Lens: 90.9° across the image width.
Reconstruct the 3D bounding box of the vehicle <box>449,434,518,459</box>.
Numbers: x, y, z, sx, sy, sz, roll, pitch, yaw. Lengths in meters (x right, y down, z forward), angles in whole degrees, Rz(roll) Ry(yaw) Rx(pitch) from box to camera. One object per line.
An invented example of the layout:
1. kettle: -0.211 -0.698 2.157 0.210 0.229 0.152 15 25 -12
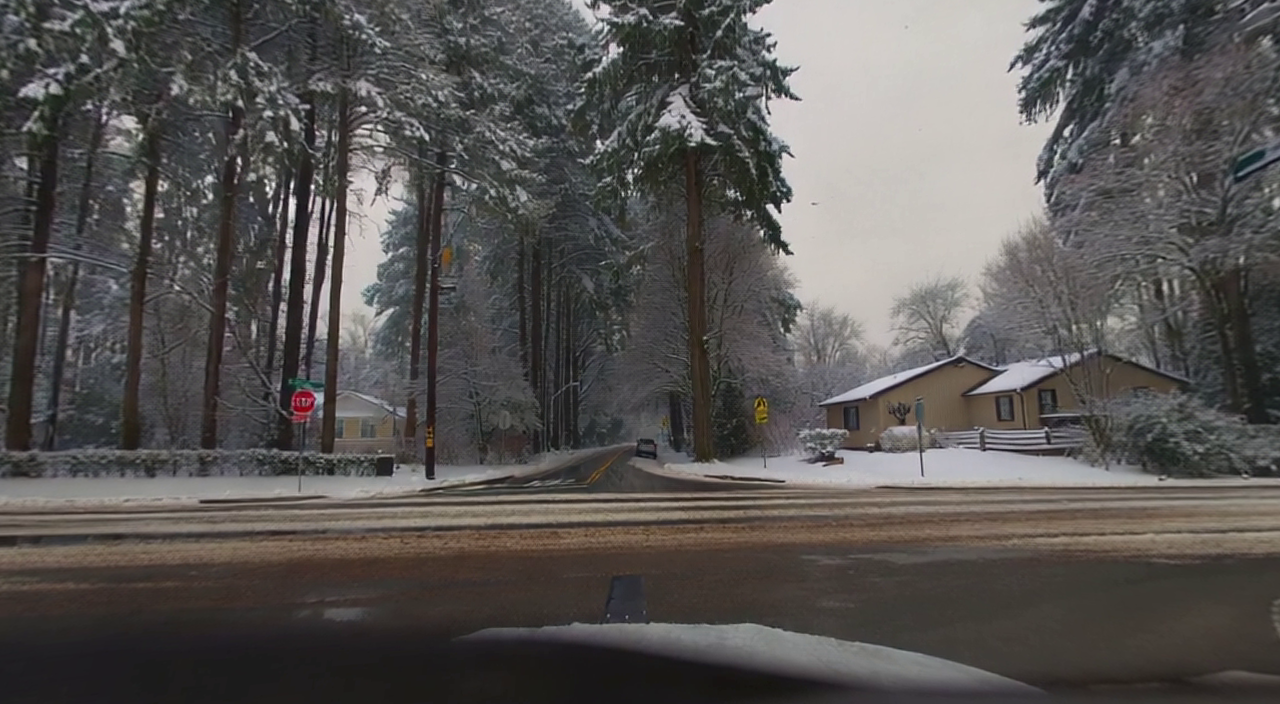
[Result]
1. vehicle: -11.685 7.086 47.268 4.622 1.782 1.836 0 -8 1
